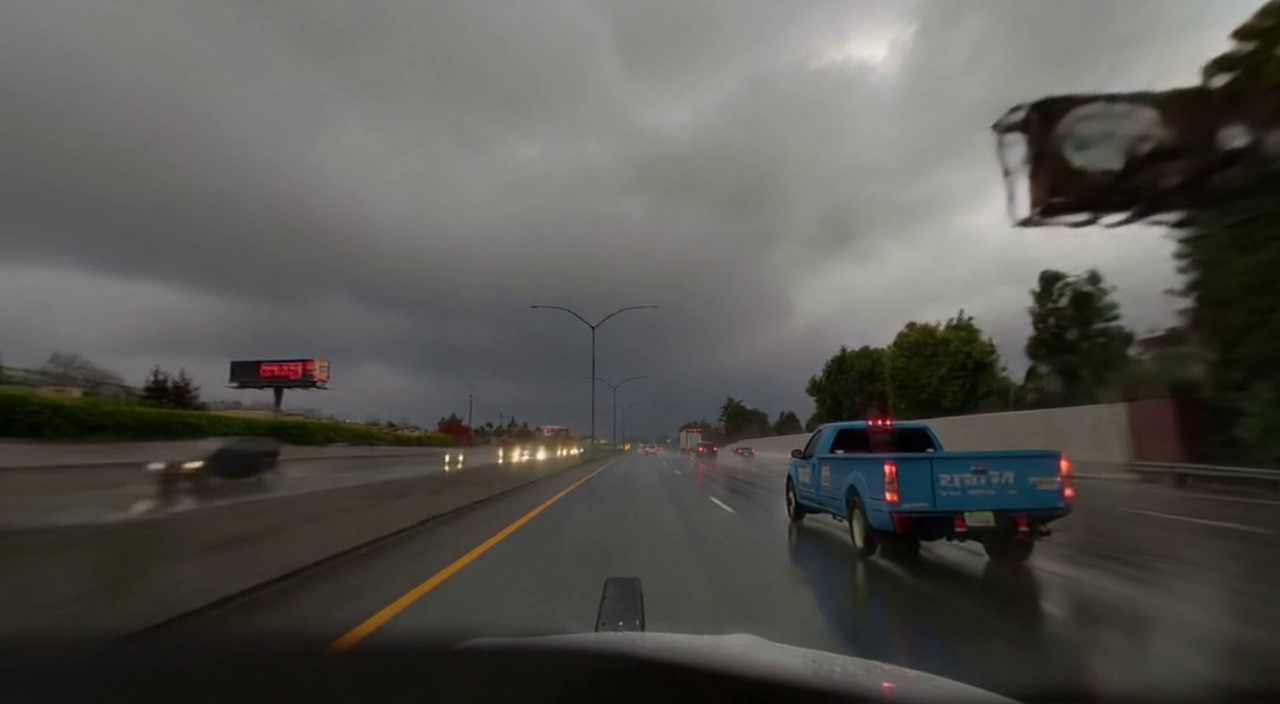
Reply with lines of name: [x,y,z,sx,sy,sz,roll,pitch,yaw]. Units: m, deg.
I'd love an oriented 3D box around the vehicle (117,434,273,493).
vehicle: [-17.633,4.428,25.540,2.289,2.077,5.418,0,-8,1]

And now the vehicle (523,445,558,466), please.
vehicle: [-7.770,8.094,49.610,2.035,1.508,3.950,0,-8,0]

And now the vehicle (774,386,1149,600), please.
vehicle: [3.073,1.468,7.397,1.973,1.710,4.476,0,-9,-1]
